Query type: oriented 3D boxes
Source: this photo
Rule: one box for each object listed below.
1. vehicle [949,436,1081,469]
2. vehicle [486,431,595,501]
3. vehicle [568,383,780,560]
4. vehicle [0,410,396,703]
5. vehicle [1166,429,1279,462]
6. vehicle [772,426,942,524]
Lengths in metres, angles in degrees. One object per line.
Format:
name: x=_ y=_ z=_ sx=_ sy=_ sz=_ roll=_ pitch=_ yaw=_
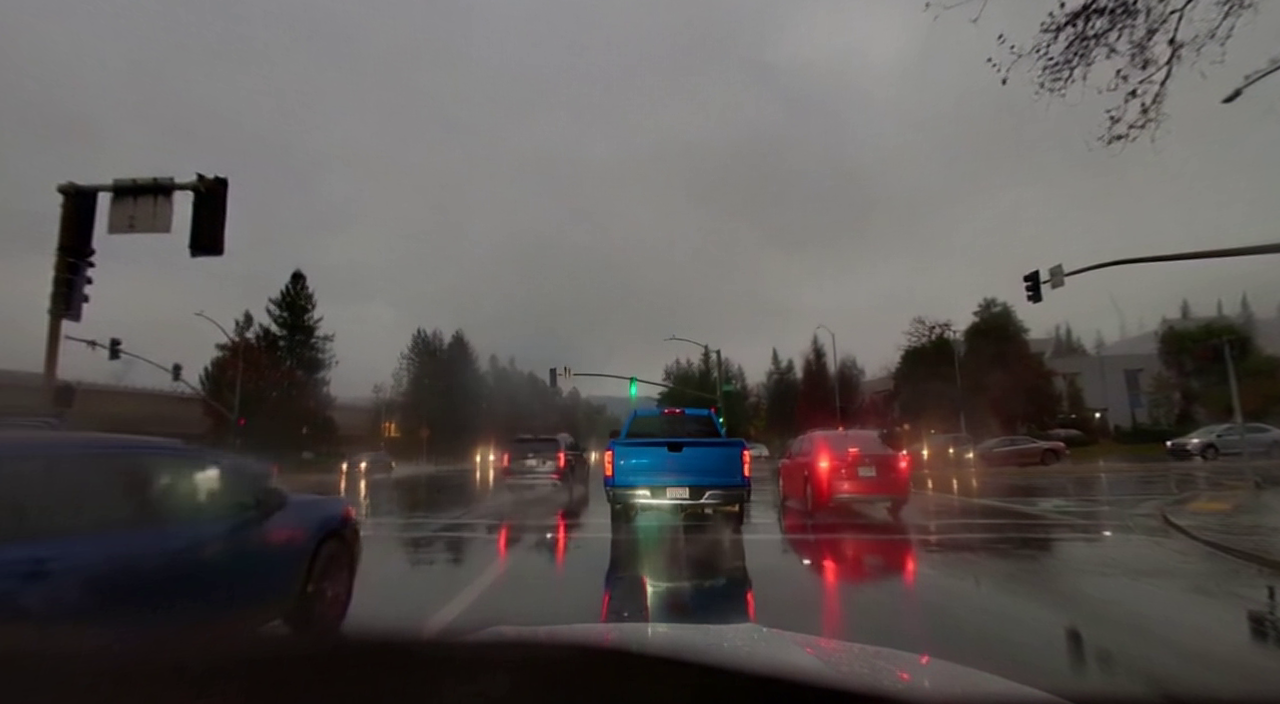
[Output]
vehicle: x=16.896 y=4.538 z=28.518 sx=4.809 sy=1.458 sz=1.842 roll=0 pitch=-9 yaw=-3
vehicle: x=-2.690 y=3.241 z=18.390 sx=2.125 sy=1.739 sz=4.707 roll=-1 pitch=-8 yaw=4
vehicle: x=0.482 y=1.772 z=9.964 sx=2.505 sy=2.084 sz=4.768 roll=0 pitch=-8 yaw=2
vehicle: x=-3.321 y=1.130 z=3.449 sx=1.998 sy=1.481 sz=4.656 roll=0 pitch=-8 yaw=1
vehicle: x=27.777 y=4.363 z=29.459 sx=4.681 sy=1.458 sz=1.908 roll=0 pitch=-9 yaw=-1
vehicle: x=4.169 y=2.433 z=12.986 sx=1.984 sy=1.659 sz=4.226 roll=0 pitch=-8 yaw=0
